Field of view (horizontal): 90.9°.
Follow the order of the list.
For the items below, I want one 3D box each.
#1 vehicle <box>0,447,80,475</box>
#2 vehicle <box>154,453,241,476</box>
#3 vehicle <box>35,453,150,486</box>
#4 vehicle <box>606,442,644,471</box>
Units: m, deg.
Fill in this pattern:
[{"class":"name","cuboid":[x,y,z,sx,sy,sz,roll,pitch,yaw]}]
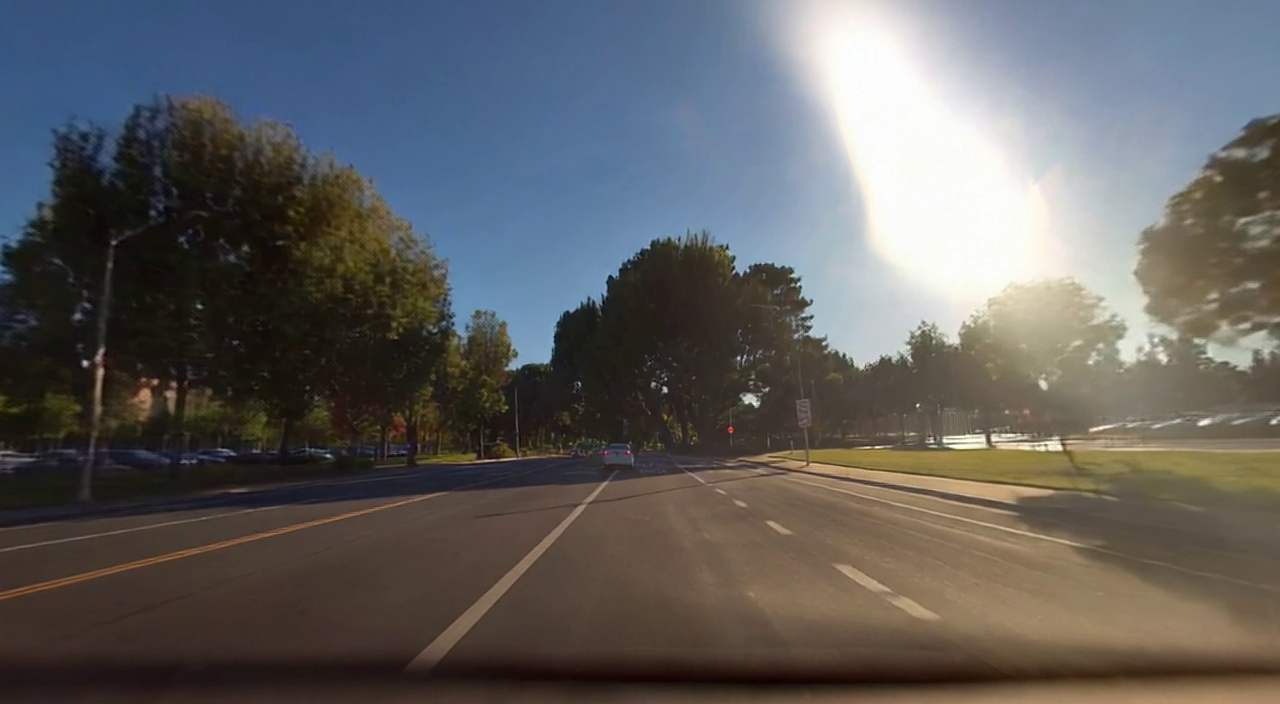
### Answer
[{"class":"vehicle","cuboid":[-43.591,7.808,45.334,4.608,1.889,2.148,-1,-8,2]},{"class":"vehicle","cuboid":[-29.930,7.623,42.737,4.468,1.471,1.879,-1,-8,1]},{"class":"vehicle","cuboid":[-30.261,6.493,34.979,4.577,1.467,1.955,-3,-9,-1]},{"class":"vehicle","cuboid":[-0.805,5.713,34.748,1.978,1.499,3.915,0,-8,0]}]
